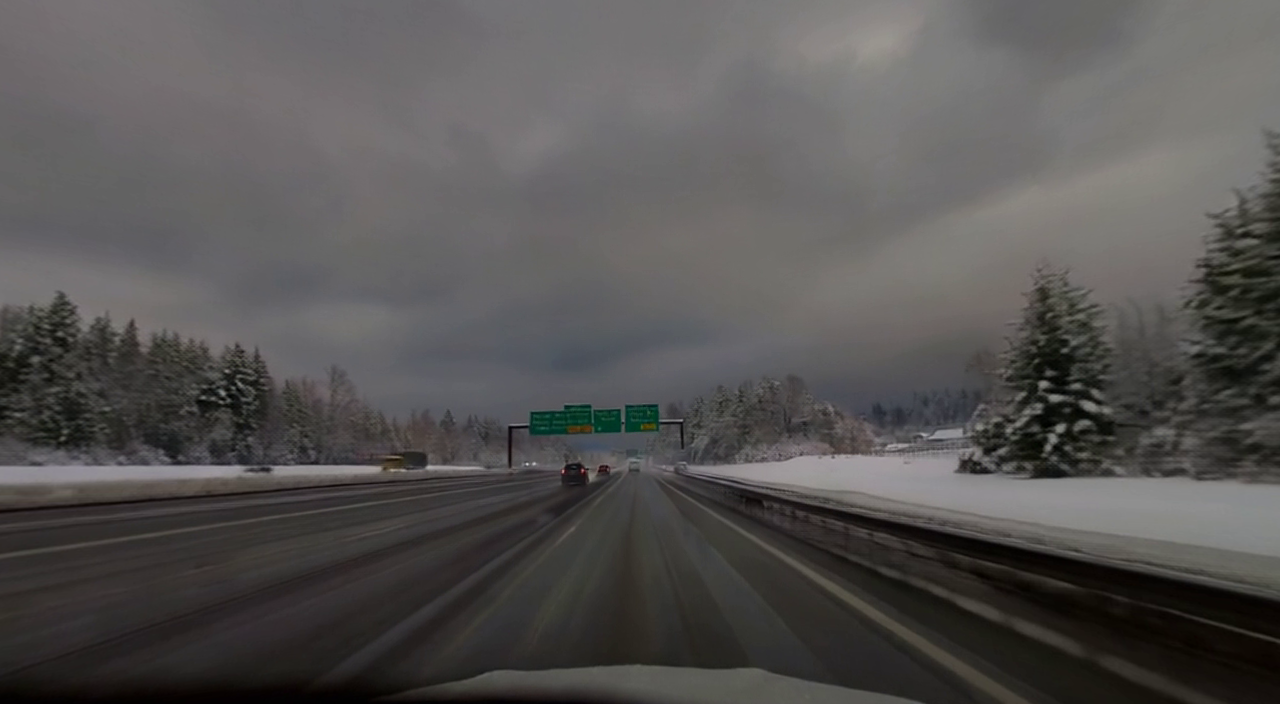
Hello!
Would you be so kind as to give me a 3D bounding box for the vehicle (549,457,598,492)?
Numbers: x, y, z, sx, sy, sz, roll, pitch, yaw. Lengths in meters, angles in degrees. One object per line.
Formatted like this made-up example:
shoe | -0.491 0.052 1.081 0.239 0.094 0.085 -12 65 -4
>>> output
vehicle | -3.351 6.343 32.606 2.092 1.642 3.895 1 -11 0
